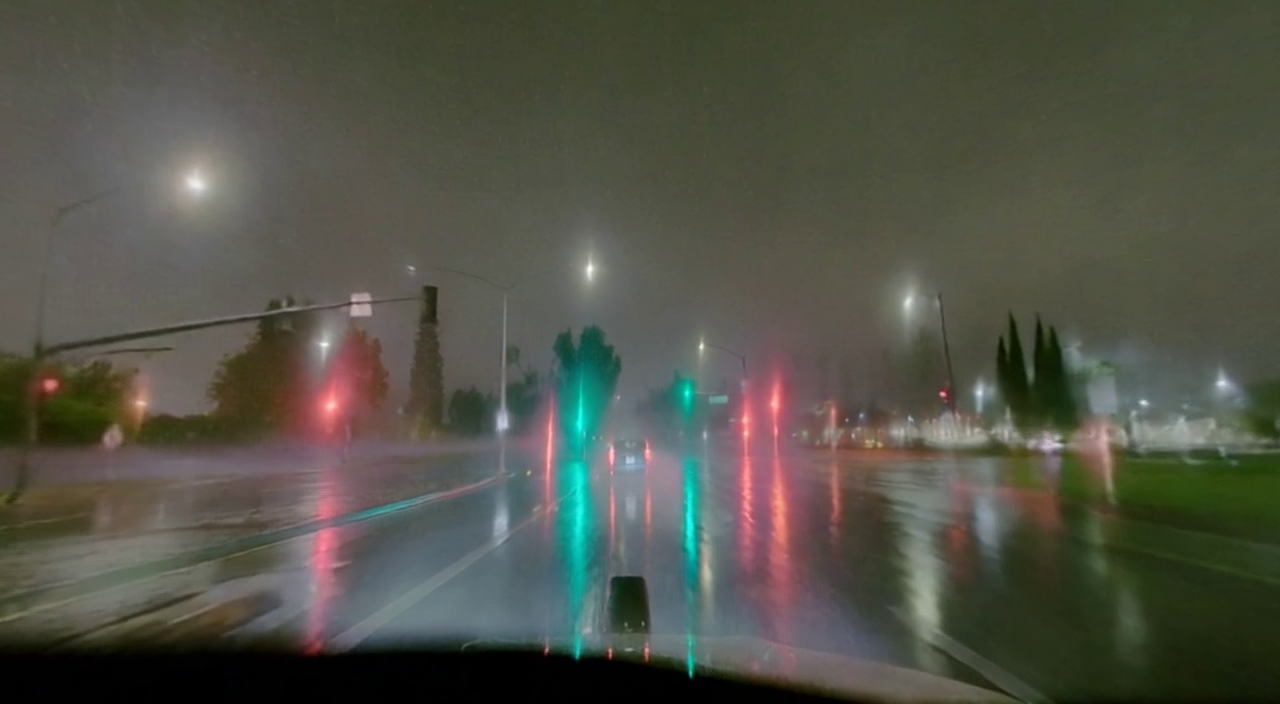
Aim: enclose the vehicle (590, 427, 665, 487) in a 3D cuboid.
[{"bbox_3d":[-0.390,3.406,20.689,2.192,1.734,4.176,0,-8,0],"label":"vehicle"}]
